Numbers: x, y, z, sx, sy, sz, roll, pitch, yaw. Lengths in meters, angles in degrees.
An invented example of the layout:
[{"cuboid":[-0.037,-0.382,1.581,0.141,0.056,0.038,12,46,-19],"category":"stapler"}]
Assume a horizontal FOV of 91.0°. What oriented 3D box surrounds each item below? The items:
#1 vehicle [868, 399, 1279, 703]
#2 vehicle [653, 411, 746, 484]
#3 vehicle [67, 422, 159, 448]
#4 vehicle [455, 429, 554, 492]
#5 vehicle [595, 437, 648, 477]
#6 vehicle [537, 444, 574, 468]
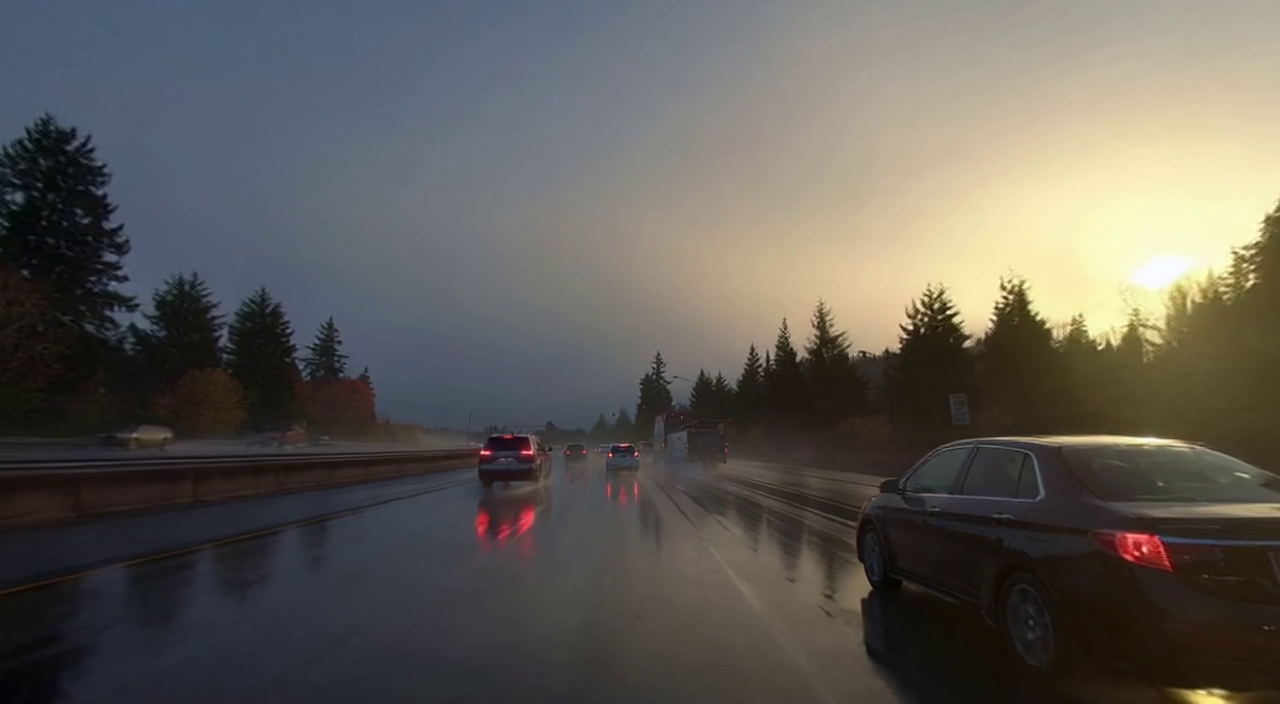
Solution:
[{"cuboid":[3.051,1.115,3.340,2.031,1.504,4.327,0,-9,0],"category":"vehicle"},{"cuboid":[2.830,5.212,34.729,3.426,3.279,12.313,0,-8,-2],"category":"vehicle"},{"cuboid":[-32.554,5.202,39.071,1.831,1.496,4.541,0,-9,-1],"category":"vehicle"},{"cuboid":[-4.245,3.501,20.633,2.176,1.783,4.799,0,-9,-1],"category":"vehicle"},{"cuboid":[-0.834,4.767,28.743,2.235,1.682,4.094,0,-9,-1],"category":"vehicle"},{"cuboid":[-5.315,6.586,40.038,1.907,1.484,3.954,0,-9,-1],"category":"vehicle"}]
